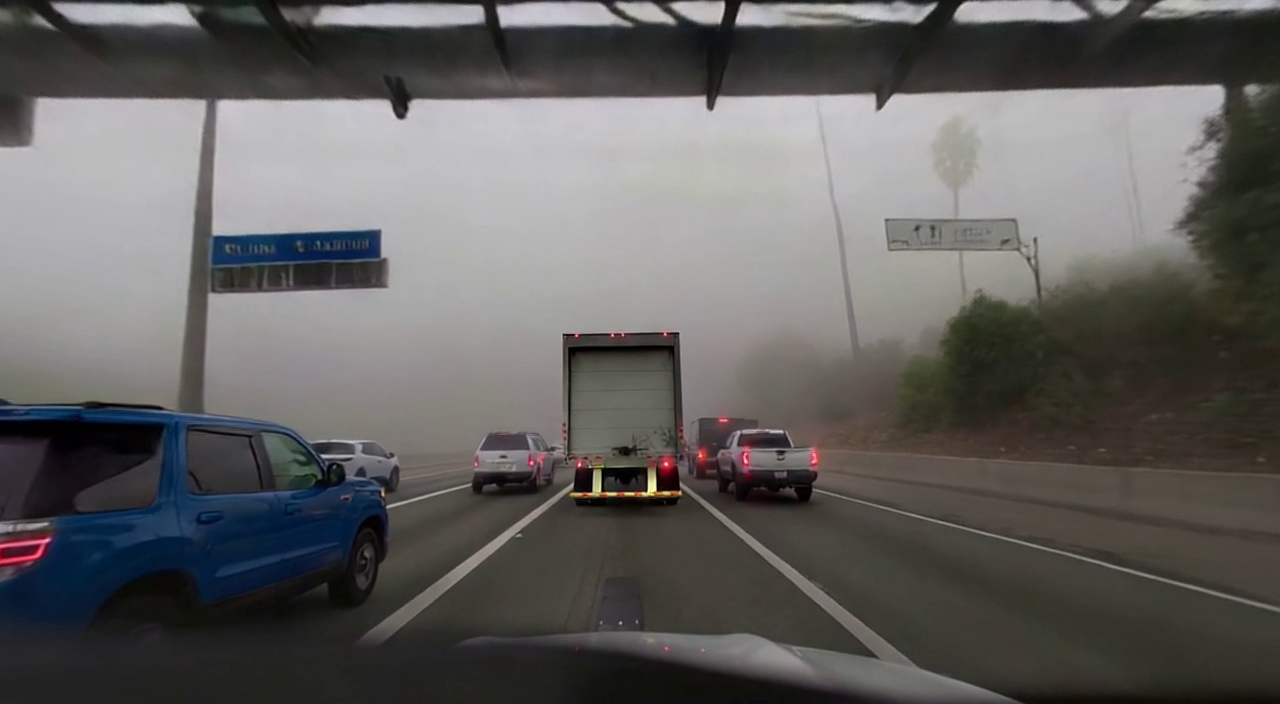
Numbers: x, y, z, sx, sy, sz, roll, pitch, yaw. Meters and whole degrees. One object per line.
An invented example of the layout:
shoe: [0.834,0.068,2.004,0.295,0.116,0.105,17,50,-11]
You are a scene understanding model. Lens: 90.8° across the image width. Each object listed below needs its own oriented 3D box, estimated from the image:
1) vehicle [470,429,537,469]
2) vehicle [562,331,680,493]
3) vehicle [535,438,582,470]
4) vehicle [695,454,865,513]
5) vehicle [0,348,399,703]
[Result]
vehicle: [-7.290,5.250,34.357,2.344,1.954,5.579,0,-9,0]
vehicle: [-0.446,2.274,21.152,2.906,4.040,10.743,0,-9,0]
vehicle: [-4.026,5.094,31.728,1.874,1.475,4.328,0,-9,-1]
vehicle: [2.942,2.974,14.943,2.635,1.036,5.568,0,-9,-2]
vehicle: [-3.213,1.074,3.845,1.885,1.654,4.103,0,-9,-1]
